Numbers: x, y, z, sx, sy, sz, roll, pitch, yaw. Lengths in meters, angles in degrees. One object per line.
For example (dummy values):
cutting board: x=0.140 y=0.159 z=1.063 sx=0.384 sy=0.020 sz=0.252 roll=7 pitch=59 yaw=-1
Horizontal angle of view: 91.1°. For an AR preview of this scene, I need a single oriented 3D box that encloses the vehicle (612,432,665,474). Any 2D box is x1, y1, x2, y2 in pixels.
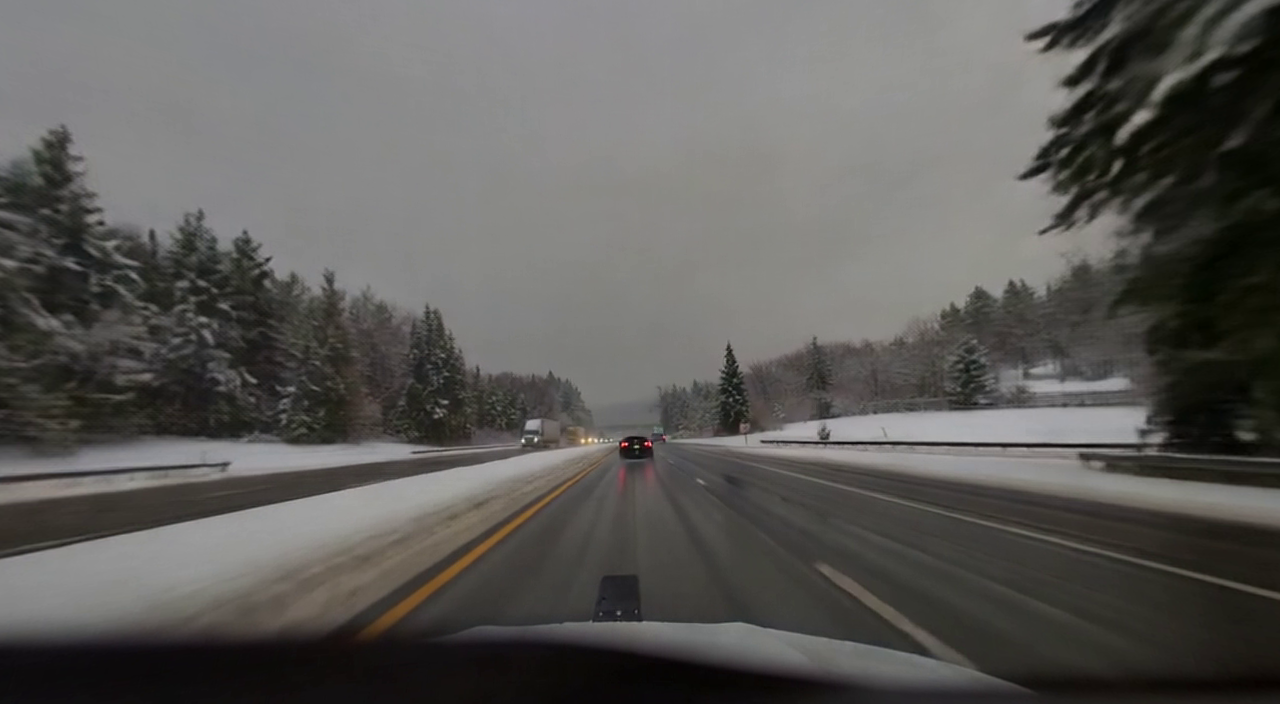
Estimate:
vehicle: x=-0.088 y=3.856 z=24.276 sx=1.897 sy=1.479 sz=3.724 roll=0 pitch=-8 yaw=-1
